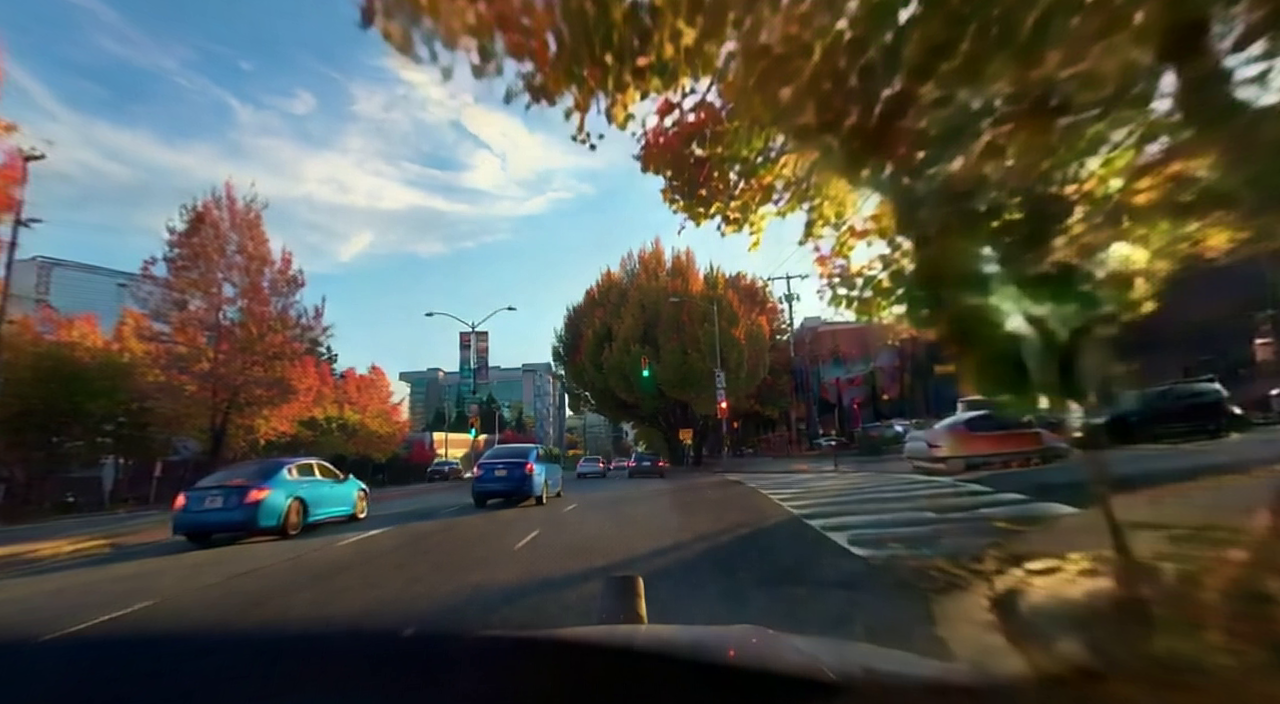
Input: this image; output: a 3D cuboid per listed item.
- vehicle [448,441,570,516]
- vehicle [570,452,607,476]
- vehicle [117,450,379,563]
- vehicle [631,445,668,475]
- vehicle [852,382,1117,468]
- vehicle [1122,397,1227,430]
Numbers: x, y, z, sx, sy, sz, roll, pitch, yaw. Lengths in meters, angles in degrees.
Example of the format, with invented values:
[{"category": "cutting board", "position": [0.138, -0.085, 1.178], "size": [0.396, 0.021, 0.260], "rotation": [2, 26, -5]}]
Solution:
[{"category": "vehicle", "position": [-3.210, 3.198, 16.510], "size": [2.085, 1.663, 4.513], "rotation": [0, -9, 2]}, {"category": "vehicle", "position": [-3.475, 7.652, 43.310], "size": [2.068, 1.482, 4.490], "rotation": [0, -9, 2]}, {"category": "vehicle", "position": [-6.676, 2.608, 11.460], "size": [1.932, 1.596, 4.247], "rotation": [0, -9, 1]}, {"category": "vehicle", "position": [0.520, 6.544, 38.485], "size": [2.144, 1.704, 4.028], "rotation": [1, -9, -1]}, {"category": "vehicle", "position": [10.013, 2.222, 18.747], "size": [6.464, 2.280, 2.483], "rotation": [1, -9, -4]}, {"category": "vehicle", "position": [32.775, 3.843, 38.764], "size": [1.936, 1.662, 4.334], "rotation": [1, -9, -26]}]
